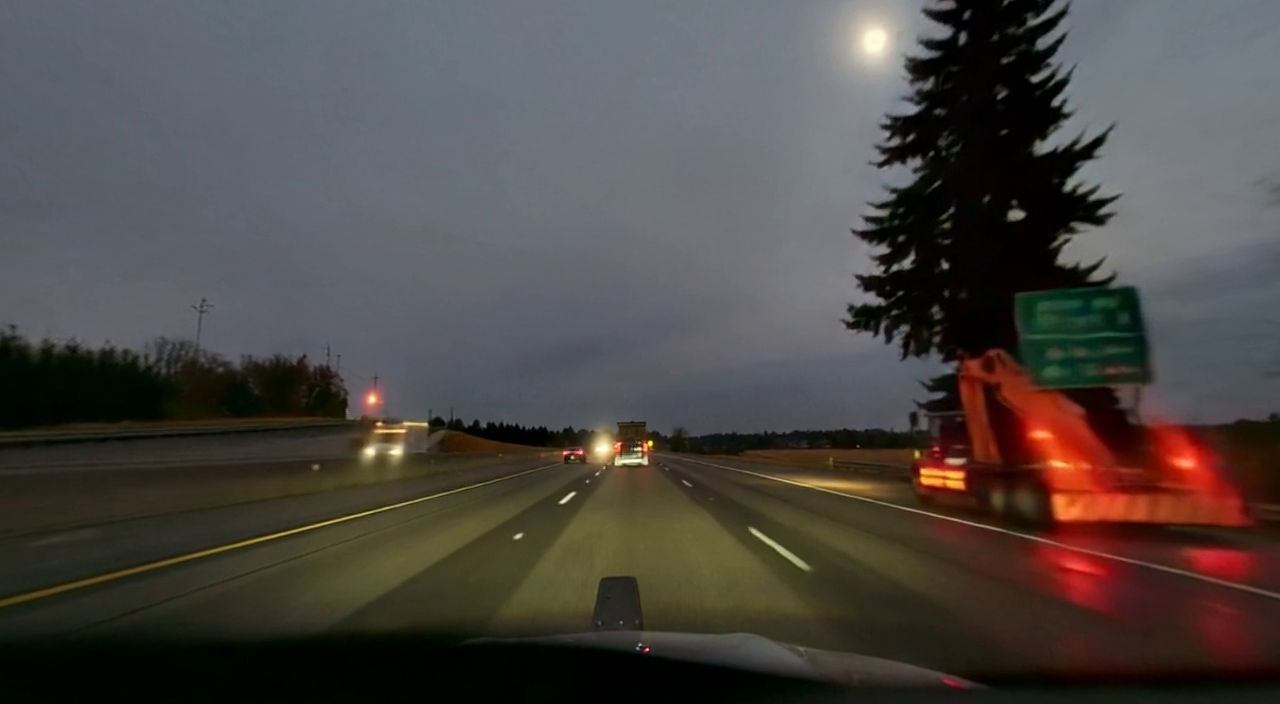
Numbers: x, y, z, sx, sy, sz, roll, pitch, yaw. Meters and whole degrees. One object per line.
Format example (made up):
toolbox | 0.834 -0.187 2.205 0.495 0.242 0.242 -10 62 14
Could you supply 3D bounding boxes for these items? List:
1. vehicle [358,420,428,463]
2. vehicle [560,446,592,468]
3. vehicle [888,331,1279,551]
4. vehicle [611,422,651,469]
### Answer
vehicle | -15.700 5.784 40.510 2.189 2.529 5.808 0 -9 -1
vehicle | -4.606 7.663 46.198 1.991 1.484 4.110 0 -9 -1
vehicle | 6.996 1.602 11.323 2.419 2.874 6.010 0 -9 -2
vehicle | -0.727 6.777 45.607 2.672 3.056 6.900 0 -9 -2
